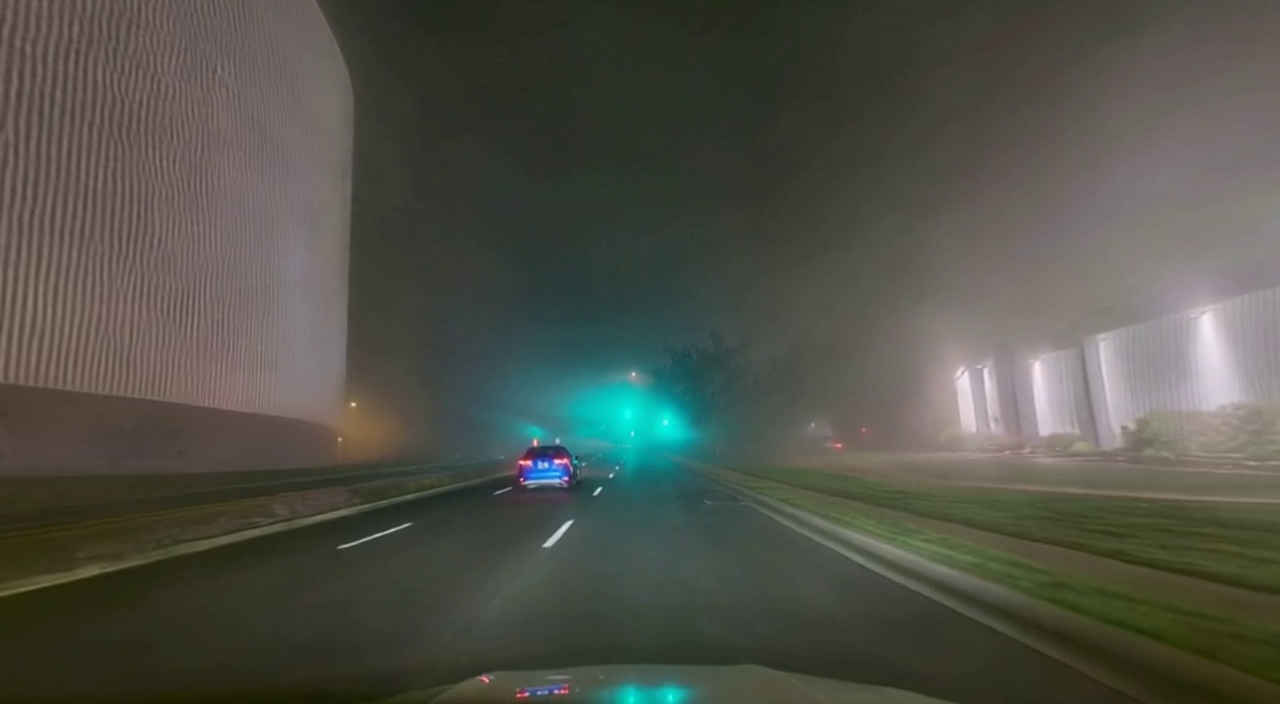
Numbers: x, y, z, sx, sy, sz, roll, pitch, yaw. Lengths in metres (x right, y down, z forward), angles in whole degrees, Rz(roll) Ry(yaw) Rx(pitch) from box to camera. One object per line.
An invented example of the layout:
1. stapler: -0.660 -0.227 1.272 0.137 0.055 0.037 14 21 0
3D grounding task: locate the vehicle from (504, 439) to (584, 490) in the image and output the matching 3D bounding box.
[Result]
1. vehicle: -3.116 3.753 21.370 1.971 1.486 4.380 -1 -8 1
